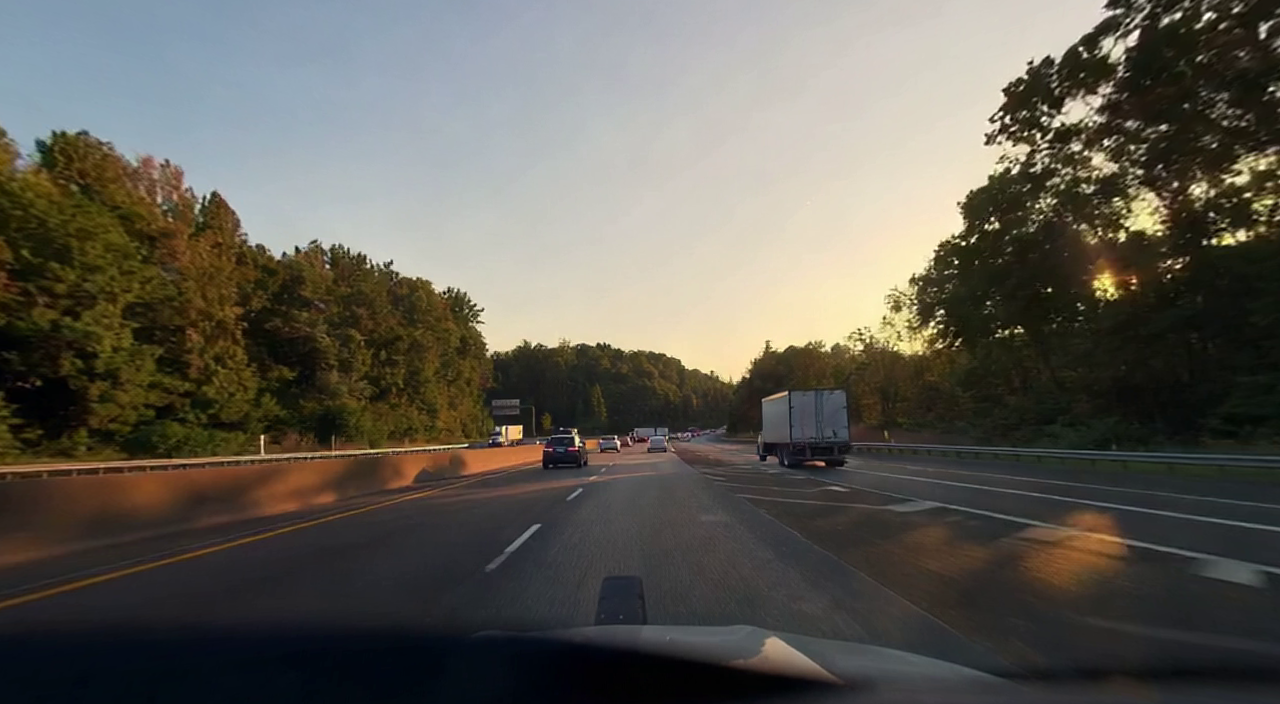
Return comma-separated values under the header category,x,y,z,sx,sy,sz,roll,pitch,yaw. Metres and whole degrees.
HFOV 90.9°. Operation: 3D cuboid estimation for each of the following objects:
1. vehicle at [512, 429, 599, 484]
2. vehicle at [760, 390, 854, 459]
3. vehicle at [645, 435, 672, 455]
category,x,y,z,sx,sy,sz,roll,pitch,yaw
vehicle,-2.659,3.394,20.945,2.137,1.618,4.209,0,-8,2
vehicle,10.509,4.815,41.072,2.999,3.901,10.127,0,-8,-2
vehicle,1.422,7.250,49.333,2.004,1.465,3.842,0,-8,1
